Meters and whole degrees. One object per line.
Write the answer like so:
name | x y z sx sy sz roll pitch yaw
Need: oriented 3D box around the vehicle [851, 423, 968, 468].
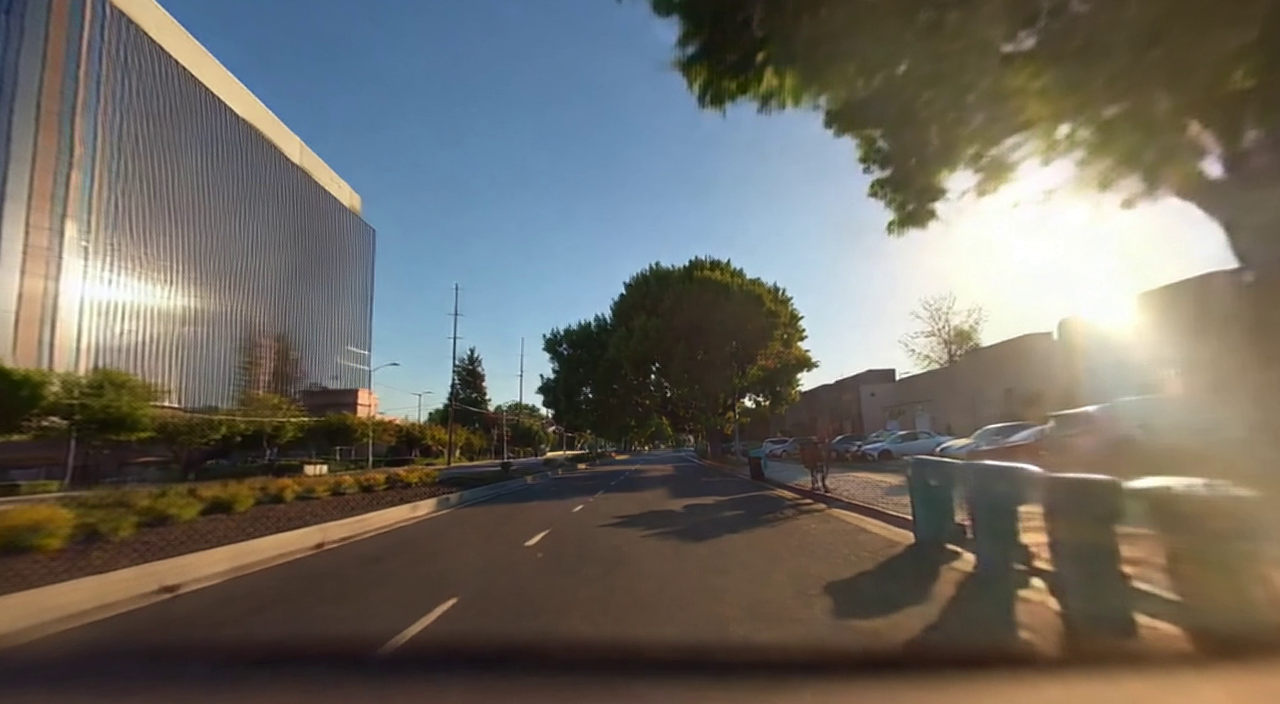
vehicle | 12.638 4.422 29.774 4.478 1.578 1.944 -6 -9 2

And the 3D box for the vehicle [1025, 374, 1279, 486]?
vehicle | 12.364 1.785 14.644 5.136 1.945 2.153 -7 -9 3
